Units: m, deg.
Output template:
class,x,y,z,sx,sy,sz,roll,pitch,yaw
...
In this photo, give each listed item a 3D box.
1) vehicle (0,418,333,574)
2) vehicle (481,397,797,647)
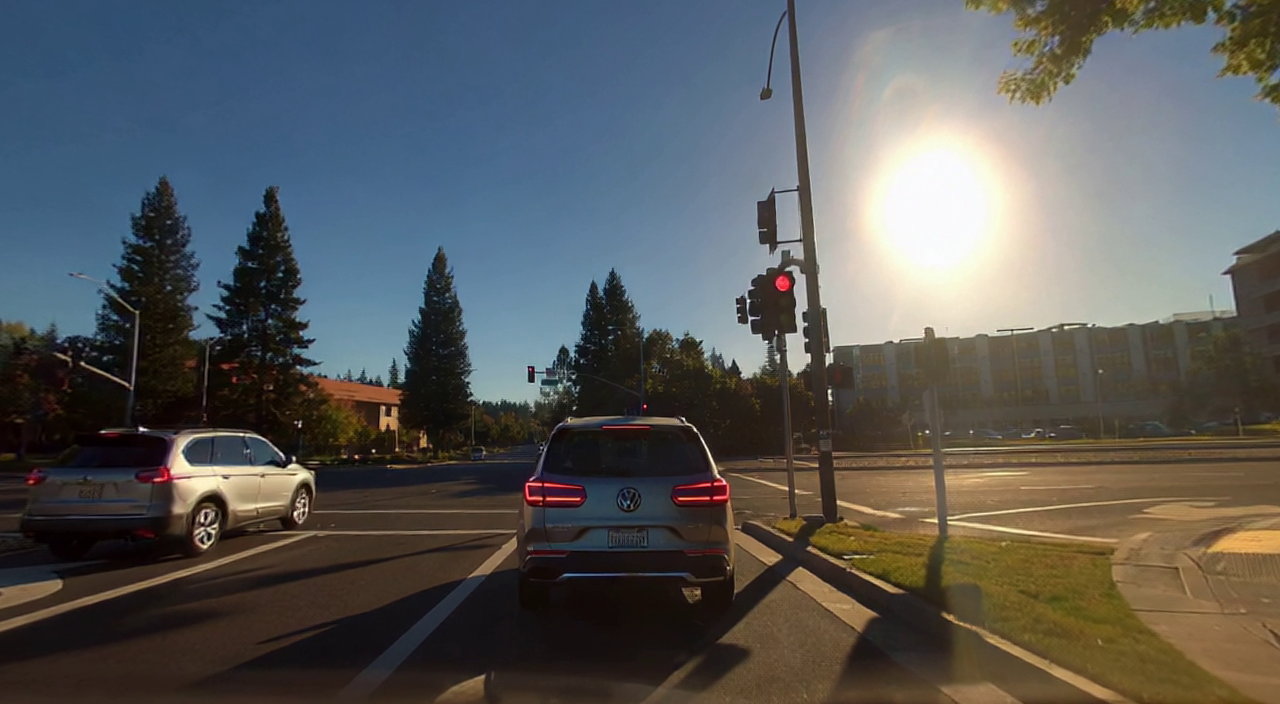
class,x,y,z,sx,sy,sz,roll,pitch,yaw
vehicle,-6.397,1.901,9.121,2.020,1.695,4.187,1,-9,-5
vehicle,-0.150,1.459,6.444,2.154,1.670,4.140,0,-9,-4
